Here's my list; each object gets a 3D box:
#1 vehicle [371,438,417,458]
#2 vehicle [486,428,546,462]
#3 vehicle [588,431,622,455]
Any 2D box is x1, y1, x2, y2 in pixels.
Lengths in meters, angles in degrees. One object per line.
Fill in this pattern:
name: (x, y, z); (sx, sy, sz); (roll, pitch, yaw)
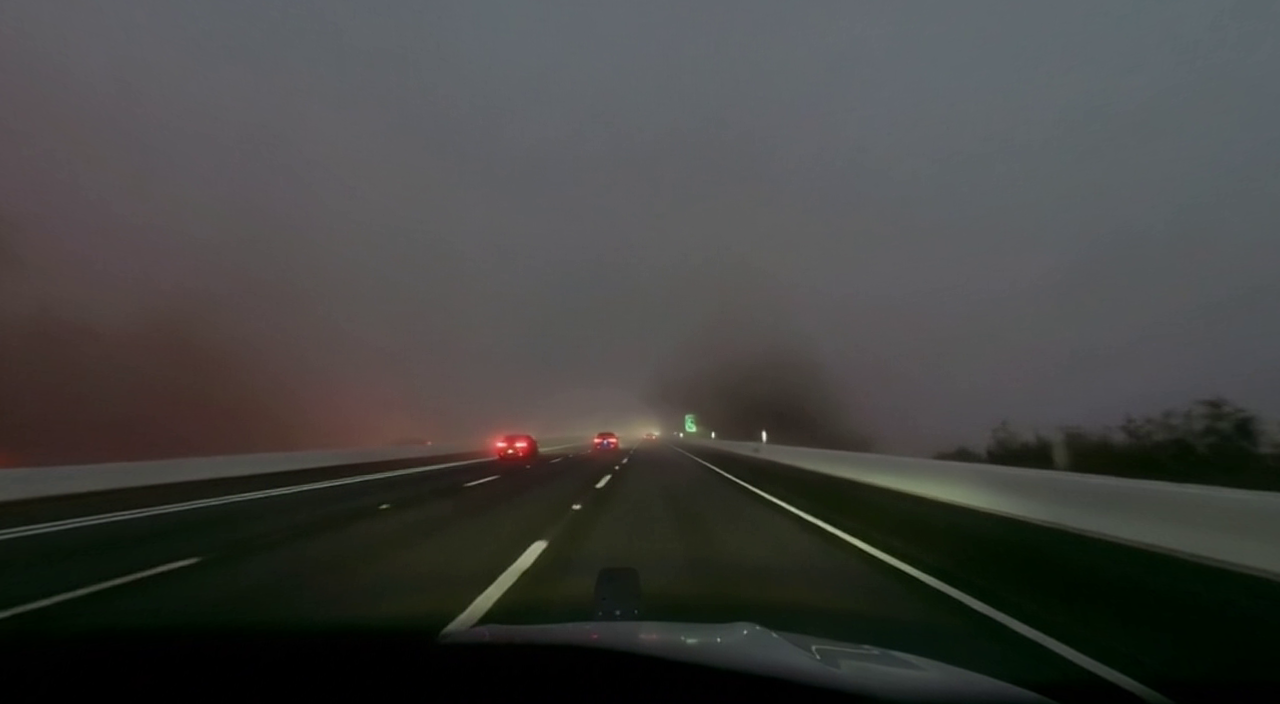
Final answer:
vehicle: (-18.928, 7.397, 48.532); (1.898, 1.466, 3.956); (0, -7, 0)
vehicle: (-6.288, 4.774, 32.379); (2.113, 1.632, 4.409); (0, -8, 1)
vehicle: (-2.352, 6.283, 43.616); (2.064, 1.571, 4.225); (0, -8, 1)
